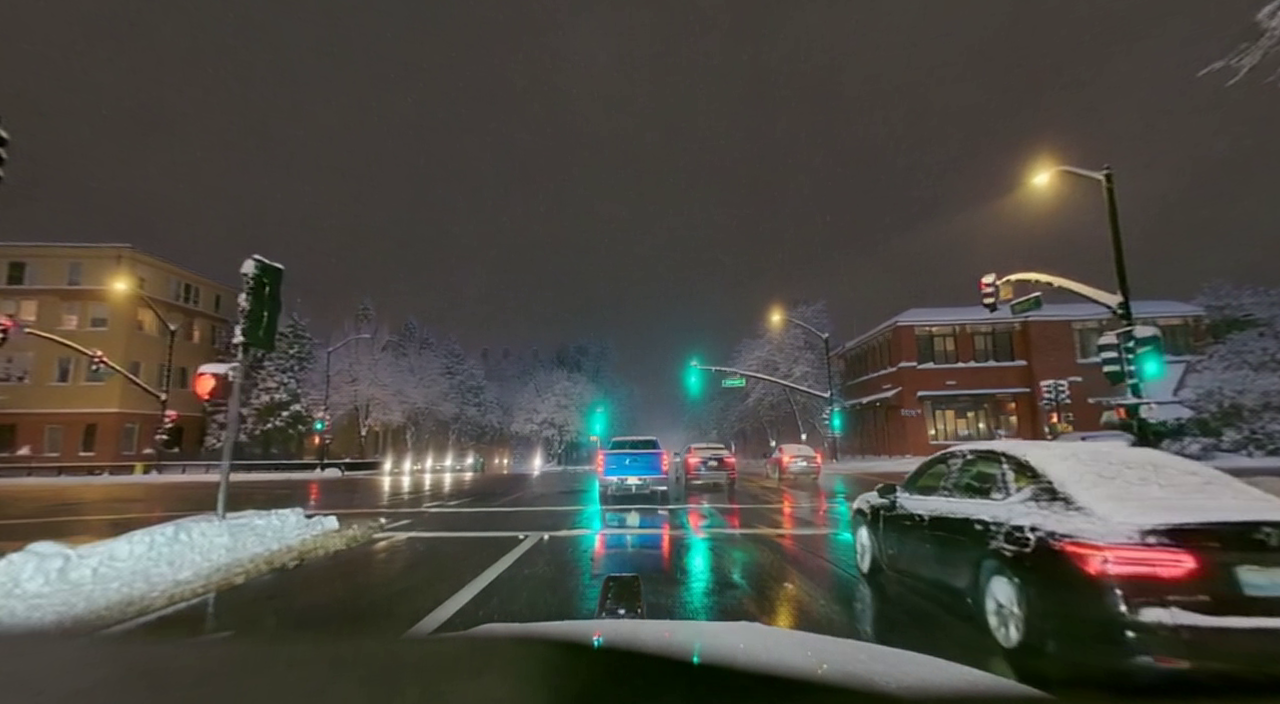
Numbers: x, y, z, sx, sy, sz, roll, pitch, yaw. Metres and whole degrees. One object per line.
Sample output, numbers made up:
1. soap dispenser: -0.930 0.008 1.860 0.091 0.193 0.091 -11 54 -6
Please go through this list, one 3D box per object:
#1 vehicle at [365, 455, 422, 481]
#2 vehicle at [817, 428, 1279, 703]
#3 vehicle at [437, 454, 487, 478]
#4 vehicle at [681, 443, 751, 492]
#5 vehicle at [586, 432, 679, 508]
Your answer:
1. vehicle: -15.789 7.423 40.695 1.915 1.491 4.347 0 -8 0
2. vehicle: 3.196 1.437 5.338 2.057 1.463 4.365 0 -8 -1
3. vehicle: -11.708 7.513 41.884 1.989 1.459 4.667 0 -8 0
4. vehicle: 2.904 4.497 25.117 2.013 1.742 4.424 0 -8 -2
5. vehicle: -0.238 3.317 18.282 2.344 1.883 4.572 0 -8 -1
